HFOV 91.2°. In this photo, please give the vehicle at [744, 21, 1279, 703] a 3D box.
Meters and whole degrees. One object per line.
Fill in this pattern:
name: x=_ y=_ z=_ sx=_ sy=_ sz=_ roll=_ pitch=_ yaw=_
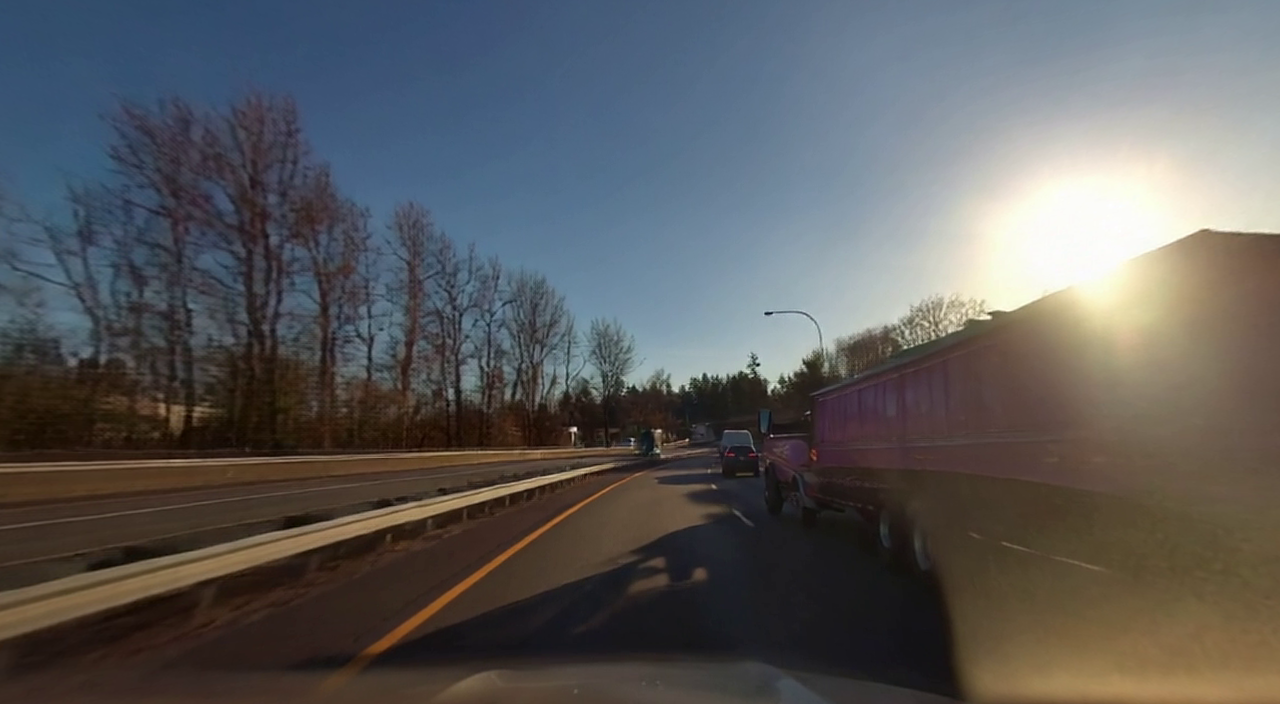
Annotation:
vehicle: x=4.081 y=1.324 z=9.734 sx=2.916 sy=3.563 sz=14.462 roll=0 pitch=-9 yaw=2
